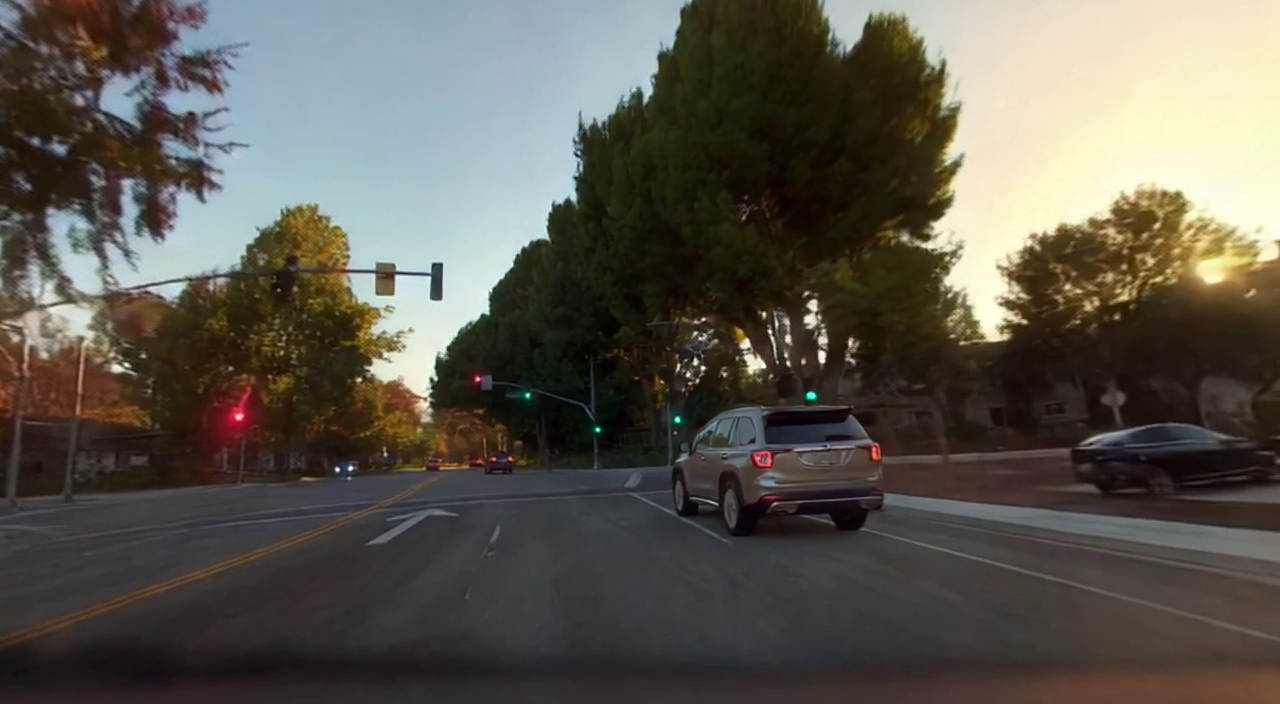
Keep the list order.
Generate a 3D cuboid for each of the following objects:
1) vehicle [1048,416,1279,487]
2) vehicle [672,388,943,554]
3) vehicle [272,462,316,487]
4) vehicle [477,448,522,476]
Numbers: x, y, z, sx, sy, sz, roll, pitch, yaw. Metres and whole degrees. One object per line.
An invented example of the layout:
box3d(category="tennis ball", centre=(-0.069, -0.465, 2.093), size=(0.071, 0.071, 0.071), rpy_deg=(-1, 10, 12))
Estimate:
box3d(category="vehicle", centre=(12.385, 2.361, 15.044), size=(3.823, 1.527, 1.986), rpy_deg=(-1, -9, 1))
box3d(category="vehicle", centre=(2.311, 1.914, 10.889), size=(2.338, 2.063, 5.592), rpy_deg=(1, -9, -10))
box3d(category="vehicle", centre=(-25.208, 8.927, 46.042), size=(1.955, 1.509, 4.640), rpy_deg=(-1, -8, -18))
box3d(category="vehicle", centre=(-9.277, 7.156, 41.332), size=(2.138, 1.729, 4.178), rpy_deg=(3, -9, -22))
